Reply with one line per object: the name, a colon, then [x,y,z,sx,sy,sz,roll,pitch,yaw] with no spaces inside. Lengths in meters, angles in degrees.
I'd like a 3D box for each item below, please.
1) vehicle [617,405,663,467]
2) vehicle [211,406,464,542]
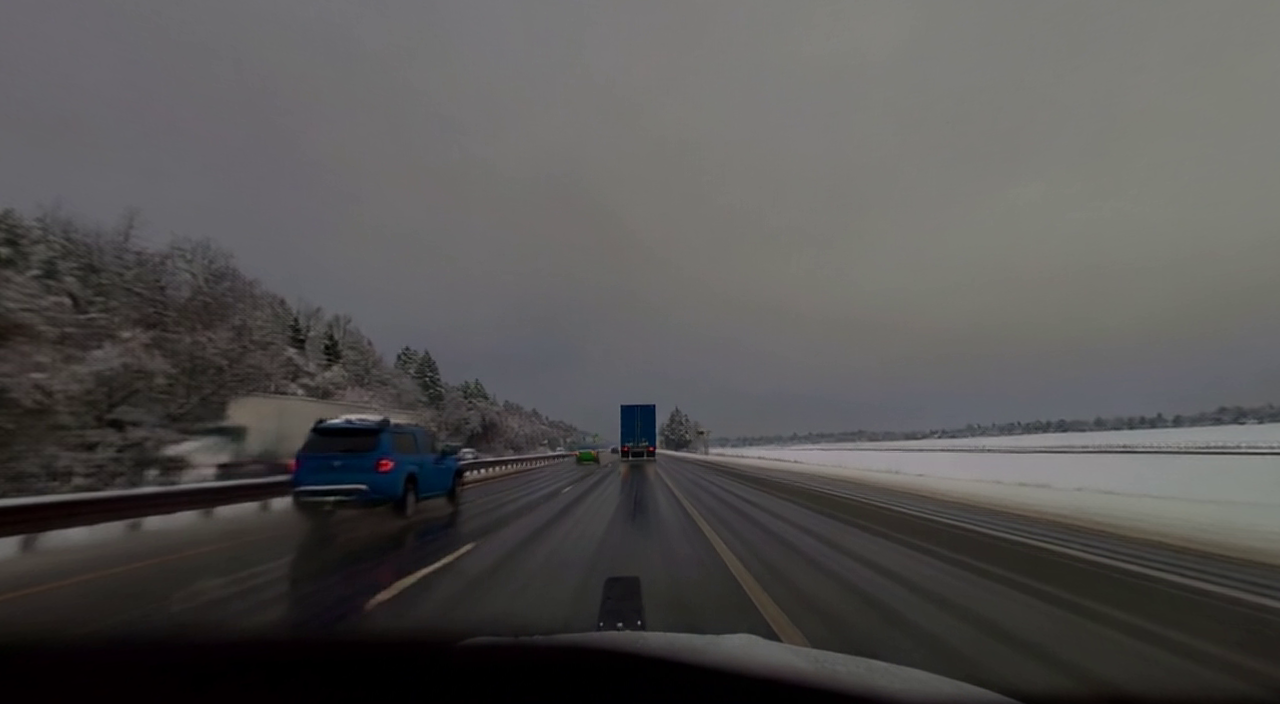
vehicle: [0.096,6.135,45.605,2.899,3.966,10.053,0,-9,1]
vehicle: [-4.724,1.991,10.844,2.042,1.815,4.639,0,-9,0]
